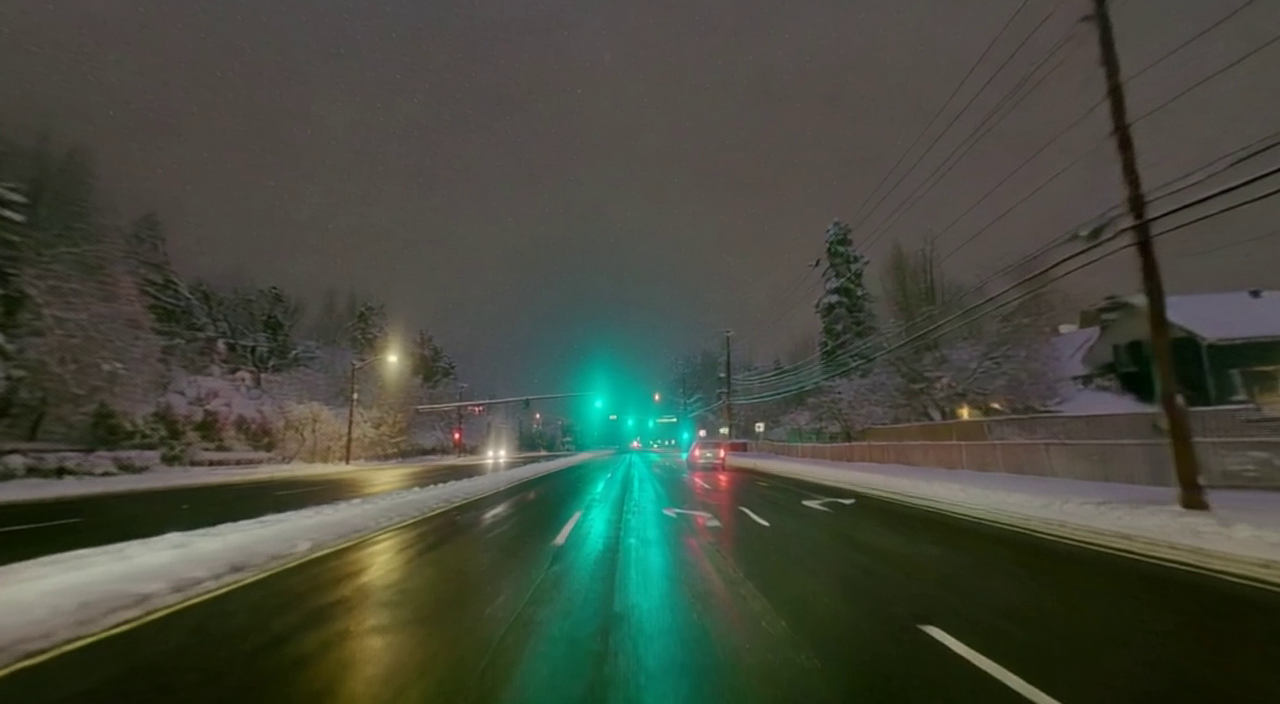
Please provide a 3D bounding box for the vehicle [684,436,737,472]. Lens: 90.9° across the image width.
[{"bbox_3d":[3.683,5.426,33.806,2.240,1.781,4.433,0,-8,-1],"label":"vehicle"}]
